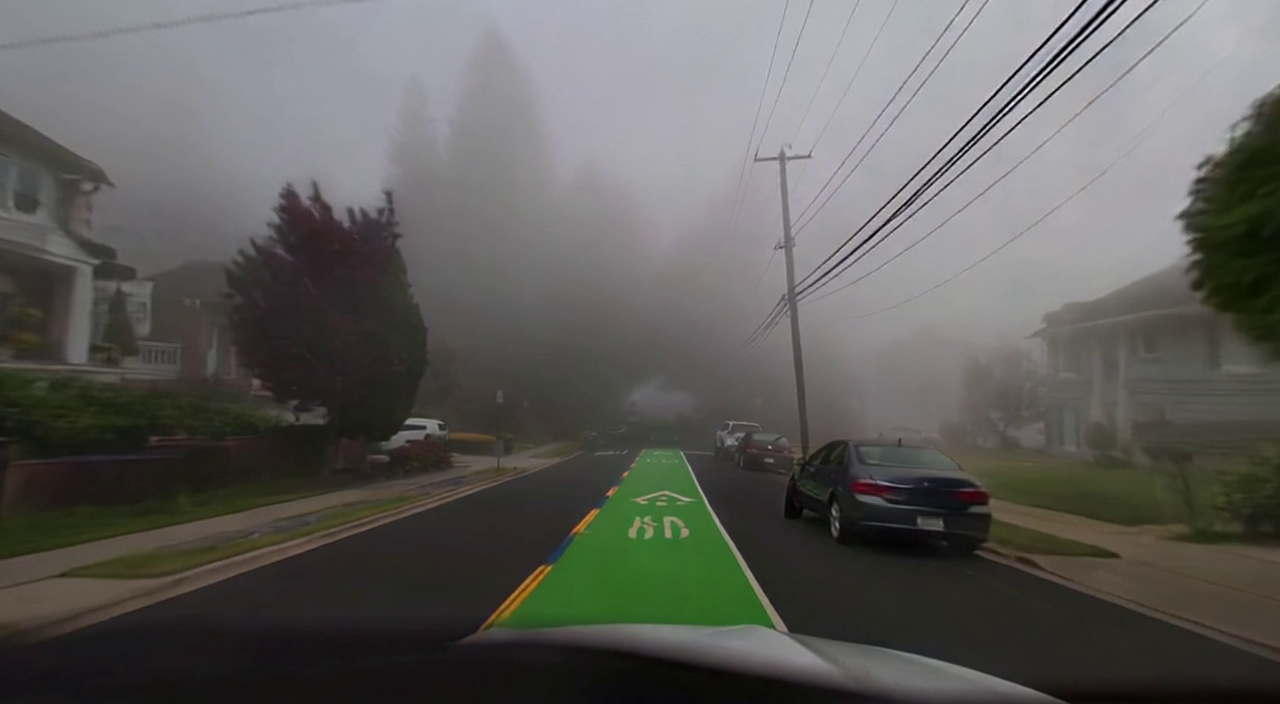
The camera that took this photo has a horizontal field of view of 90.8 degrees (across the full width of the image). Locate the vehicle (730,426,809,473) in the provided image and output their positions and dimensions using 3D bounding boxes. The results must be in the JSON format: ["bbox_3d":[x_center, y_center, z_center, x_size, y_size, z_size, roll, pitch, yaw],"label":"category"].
[{"bbox_3d":[4.506,3.466,22.593,1.981,1.512,4.144,0,-9,0],"label":"vehicle"}]

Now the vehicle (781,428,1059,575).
[{"bbox_3d":[3.499,1.939,9.096,2.235,1.500,4.496,1,-8,4],"label":"vehicle"}]
